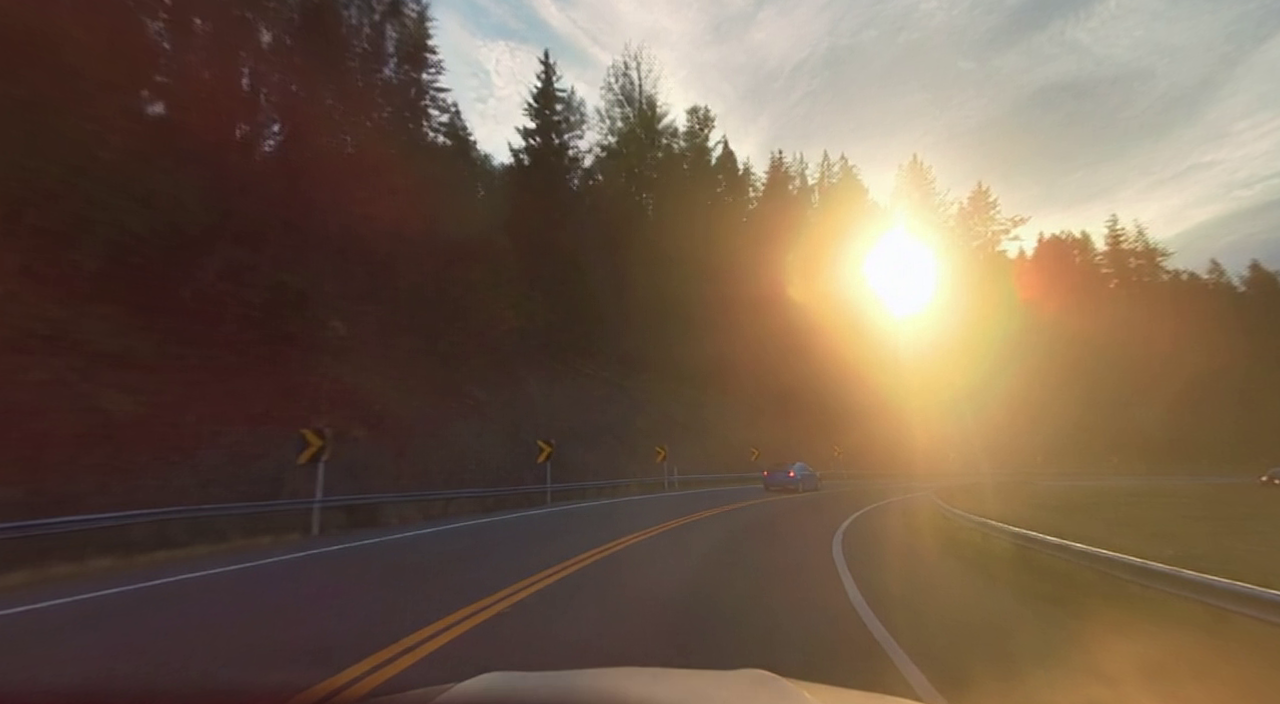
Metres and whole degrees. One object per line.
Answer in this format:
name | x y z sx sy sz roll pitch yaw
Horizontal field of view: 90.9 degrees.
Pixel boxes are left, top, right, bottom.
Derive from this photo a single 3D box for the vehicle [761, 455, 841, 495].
vehicle | 7.472 5.627 28.972 1.997 1.692 4.422 -7 -13 36
